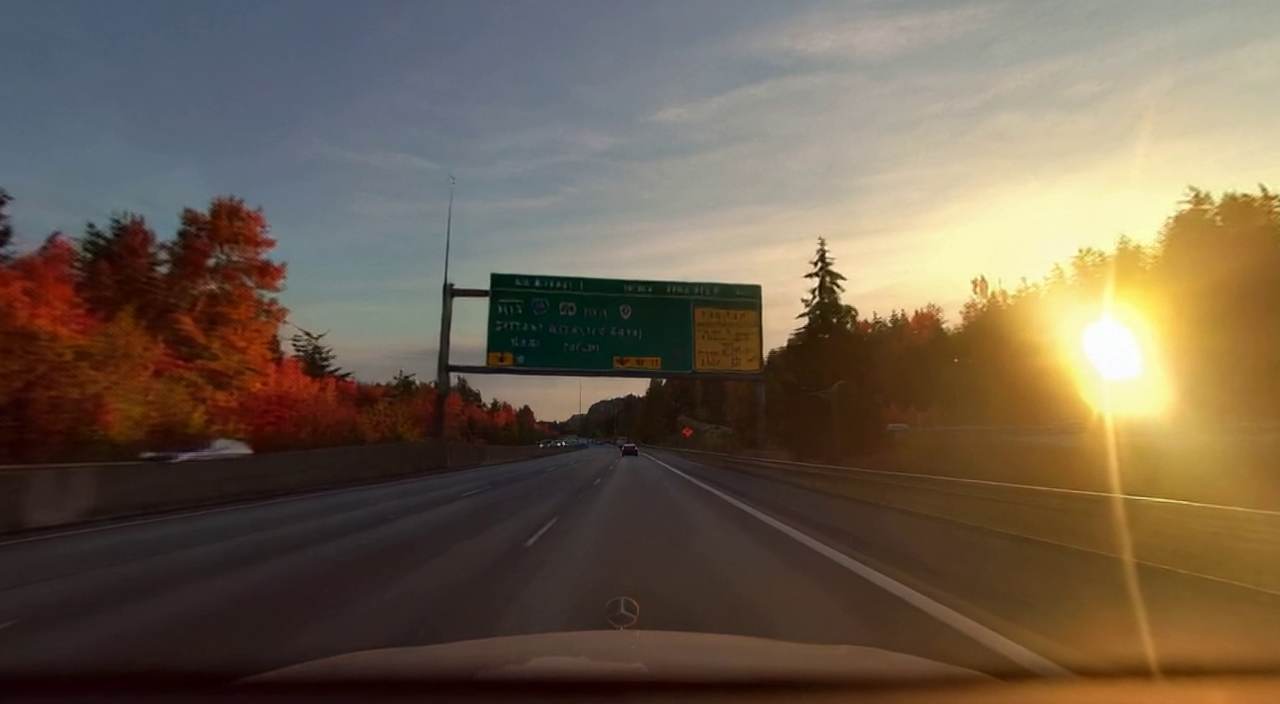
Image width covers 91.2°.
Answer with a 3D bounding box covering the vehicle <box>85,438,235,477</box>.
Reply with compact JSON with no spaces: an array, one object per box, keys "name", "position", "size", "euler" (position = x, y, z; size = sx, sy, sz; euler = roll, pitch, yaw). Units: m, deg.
[{"name":"vehicle","position":[-23.420,5.195,31.130],"size":[1.968,1.688,6.964],"euler":[0,-9,0]}]
